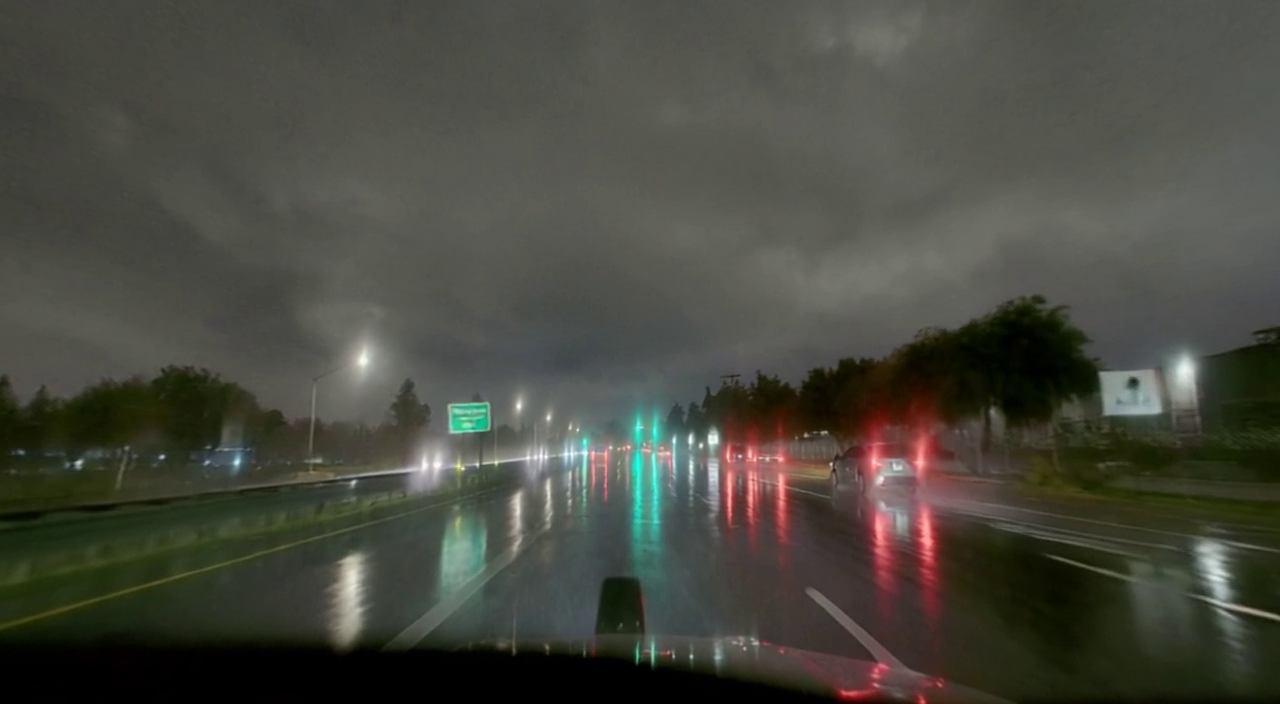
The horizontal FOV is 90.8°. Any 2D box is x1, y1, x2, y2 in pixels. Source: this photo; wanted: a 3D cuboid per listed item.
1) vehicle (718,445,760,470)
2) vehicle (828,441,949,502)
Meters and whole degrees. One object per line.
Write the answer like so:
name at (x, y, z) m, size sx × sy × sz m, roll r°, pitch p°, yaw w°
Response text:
vehicle at (6.598, 7.058, 42.560) m, size 1.987 × 1.597 × 4.463 m, roll 0°, pitch -8°, yaw -2°
vehicle at (6.764, 3.262, 17.648) m, size 1.838 × 1.518 × 3.713 m, roll 0°, pitch -8°, yaw 0°
